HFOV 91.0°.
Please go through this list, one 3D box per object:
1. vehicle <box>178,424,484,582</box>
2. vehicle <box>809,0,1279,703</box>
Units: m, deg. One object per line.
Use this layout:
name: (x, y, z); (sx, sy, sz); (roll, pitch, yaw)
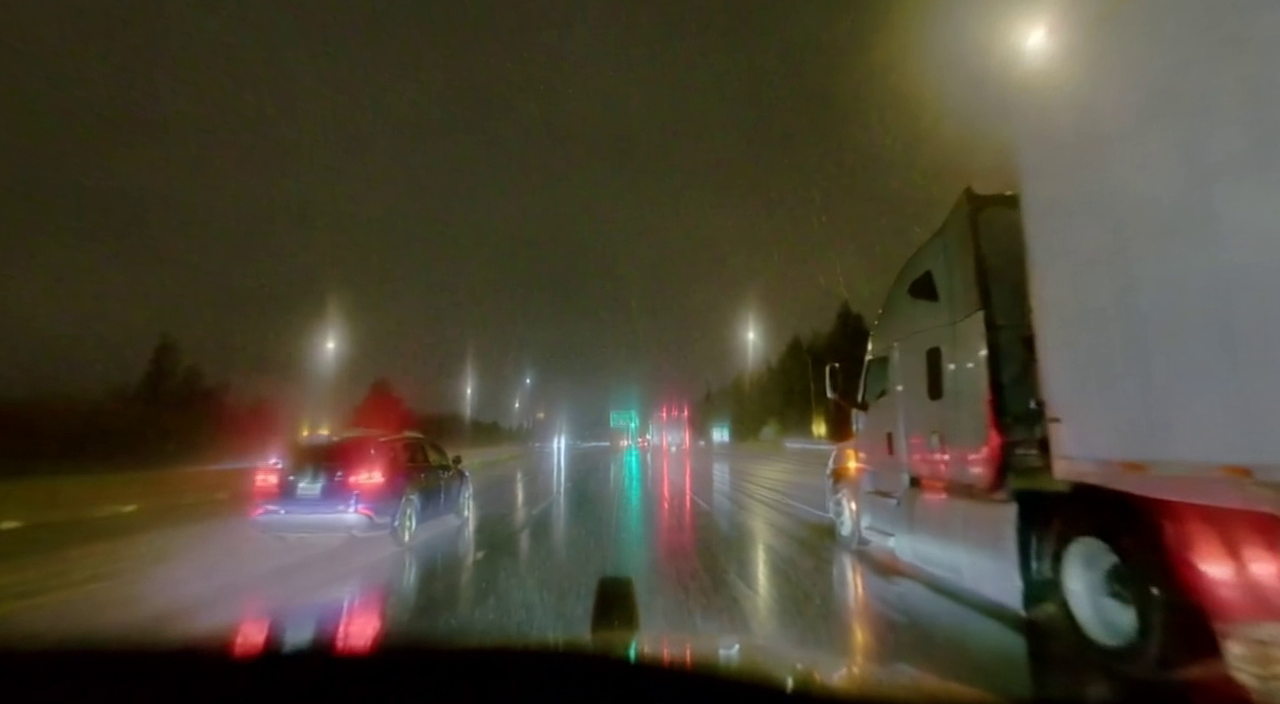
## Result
vehicle: (-3.548, 1.774, 8.296); (1.990, 1.520, 4.100); (0, -8, -1)
vehicle: (4.108, 0.212, 6.204); (3.025, 3.886, 5.884); (0, -8, -1)
